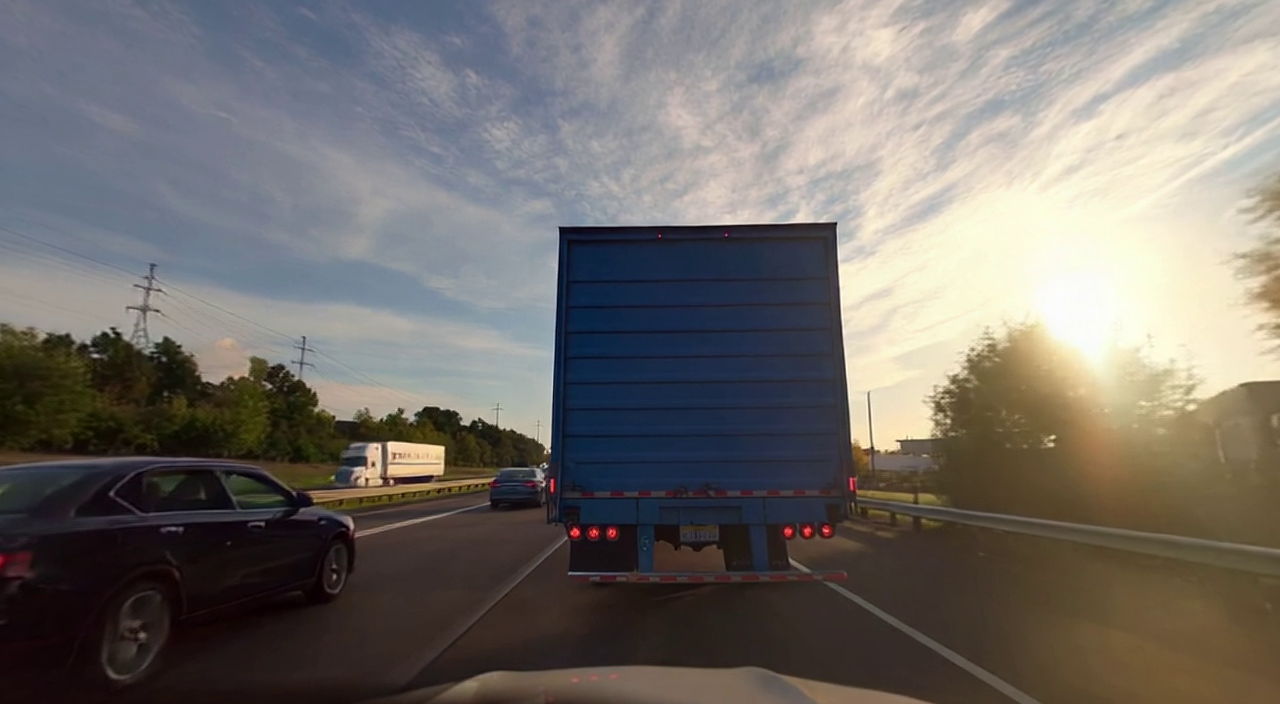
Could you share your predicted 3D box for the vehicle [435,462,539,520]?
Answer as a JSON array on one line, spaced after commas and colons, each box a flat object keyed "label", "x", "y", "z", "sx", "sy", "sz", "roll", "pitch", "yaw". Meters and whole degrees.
[{"label": "vehicle", "x": -4.360, "y": 4.038, "z": 18.717, "sx": 1.891, "sy": 1.469, "sz": 4.431, "roll": 0, "pitch": -11, "yaw": 1}]

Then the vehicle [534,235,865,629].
[{"label": "vehicle", "x": 0.671, "y": 1.414, "z": 9.998, "sx": 2.831, "sy": 3.529, "sz": 8.689, "roll": 0, "pitch": -11, "yaw": 2}]

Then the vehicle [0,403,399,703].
[{"label": "vehicle", "x": -3.875, "y": 1.377, "z": 4.780, "sx": 1.983, "sy": 1.575, "sz": 4.973, "roll": 0, "pitch": -11, "yaw": 1}]
